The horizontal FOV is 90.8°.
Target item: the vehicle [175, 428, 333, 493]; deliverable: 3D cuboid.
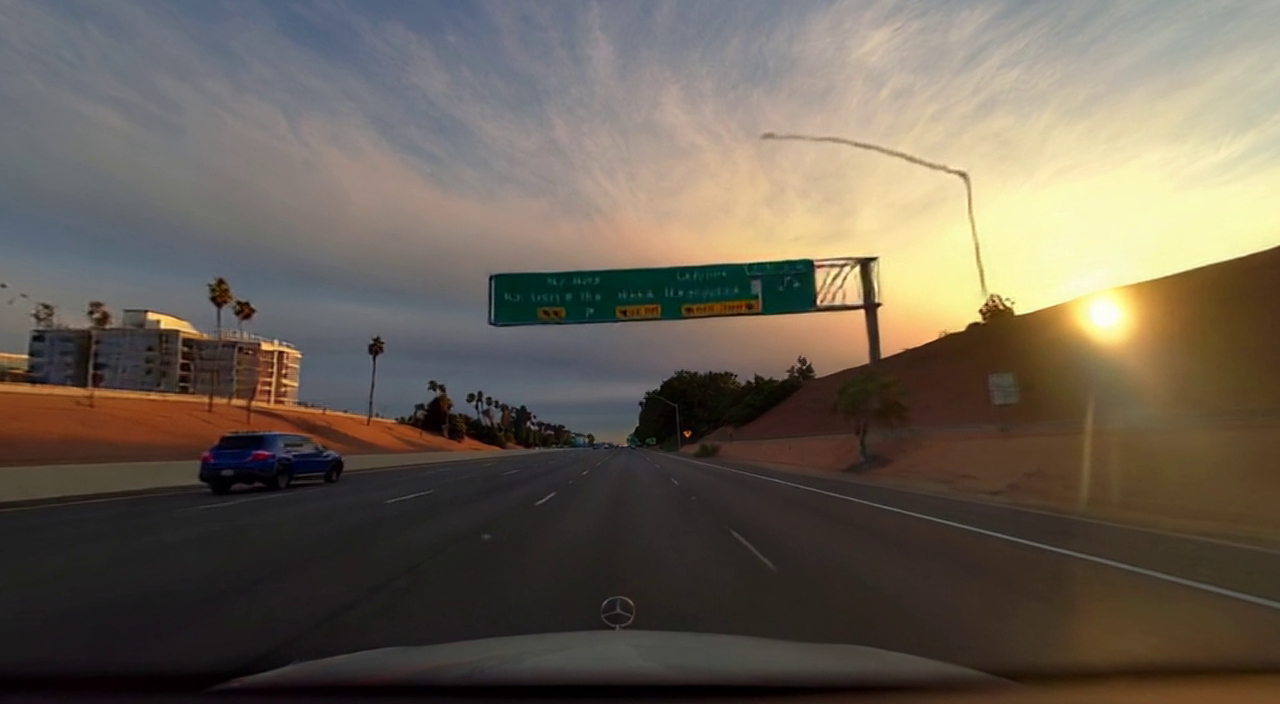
[{"bbox_3d":[-11.689,3.316,19.611,2.016,1.754,4.543,0,-8,0],"label":"vehicle"}]
